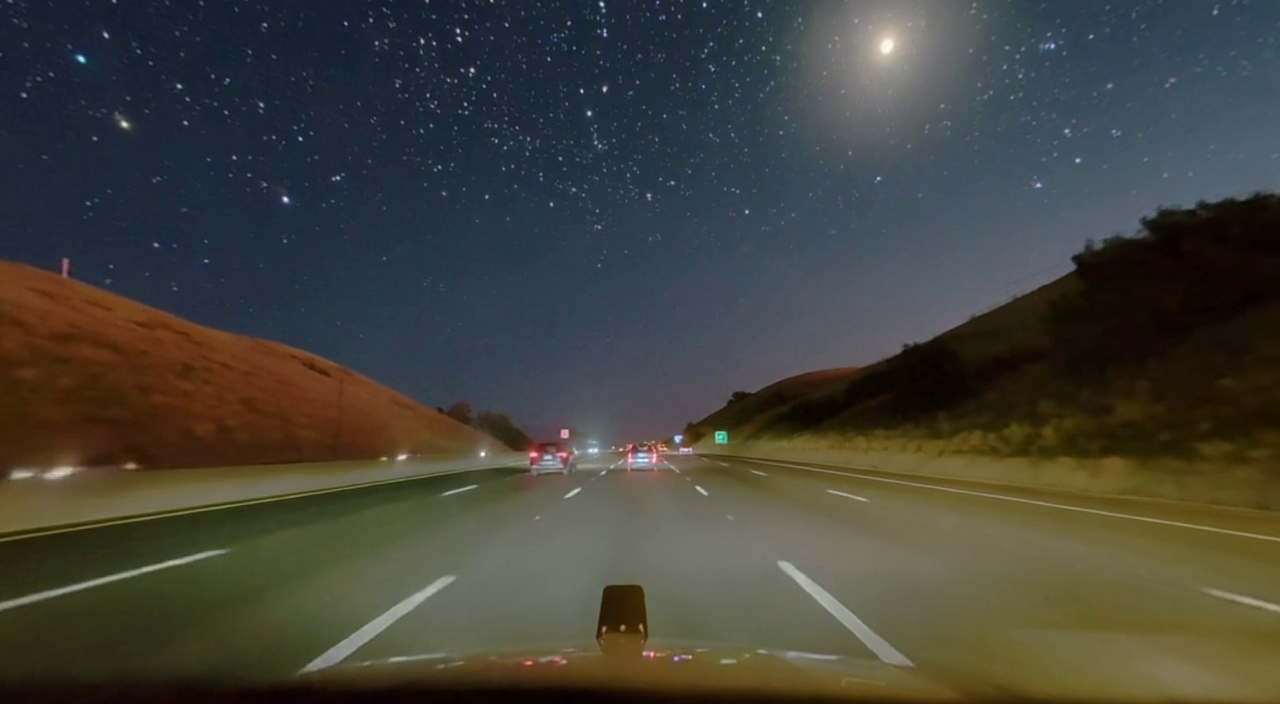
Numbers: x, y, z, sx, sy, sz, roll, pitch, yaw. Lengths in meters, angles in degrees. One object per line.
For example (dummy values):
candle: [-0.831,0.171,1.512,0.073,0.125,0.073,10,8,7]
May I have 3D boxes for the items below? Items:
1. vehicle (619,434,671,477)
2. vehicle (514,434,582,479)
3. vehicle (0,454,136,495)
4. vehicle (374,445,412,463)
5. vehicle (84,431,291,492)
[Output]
vehicle: [0.204,4.464,27.395,2.086,1.685,4.206,0,-8,0]
vehicle: [-3.694,4.302,26.138,2.076,1.690,4.113,0,-8,1]
vehicle: [-23.668,4.927,25.740,2.388,1.465,4.513,0,-8,1]
vehicle: [-18.800,7.760,48.030,1.520,1.343,3.294,0,-9,1]
vehicle: [-16.149,3.956,23.254,2.919,1.917,6.330,0,-8,0]
